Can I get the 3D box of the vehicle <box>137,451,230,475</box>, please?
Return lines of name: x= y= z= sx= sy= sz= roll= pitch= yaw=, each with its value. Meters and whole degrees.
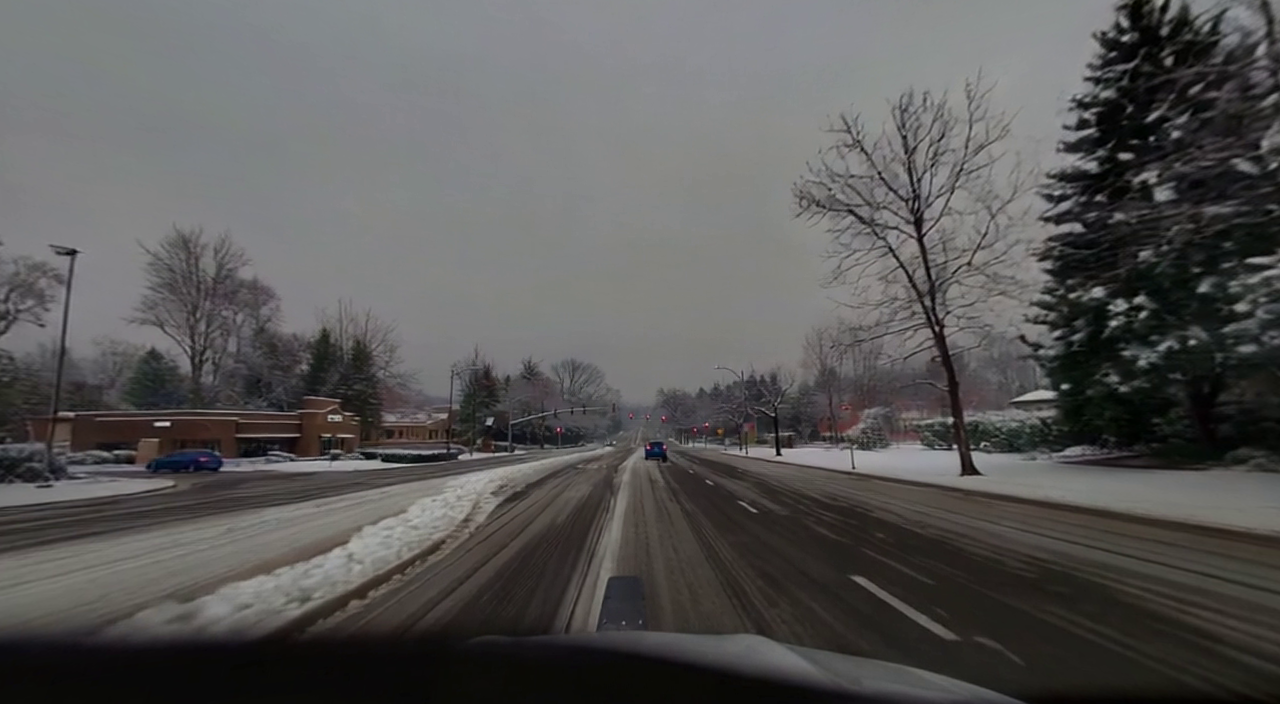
vehicle: x=-29.172 y=7.127 z=40.437 sx=4.438 sy=1.440 sz=1.782 roll=1 pitch=-8 yaw=-6
